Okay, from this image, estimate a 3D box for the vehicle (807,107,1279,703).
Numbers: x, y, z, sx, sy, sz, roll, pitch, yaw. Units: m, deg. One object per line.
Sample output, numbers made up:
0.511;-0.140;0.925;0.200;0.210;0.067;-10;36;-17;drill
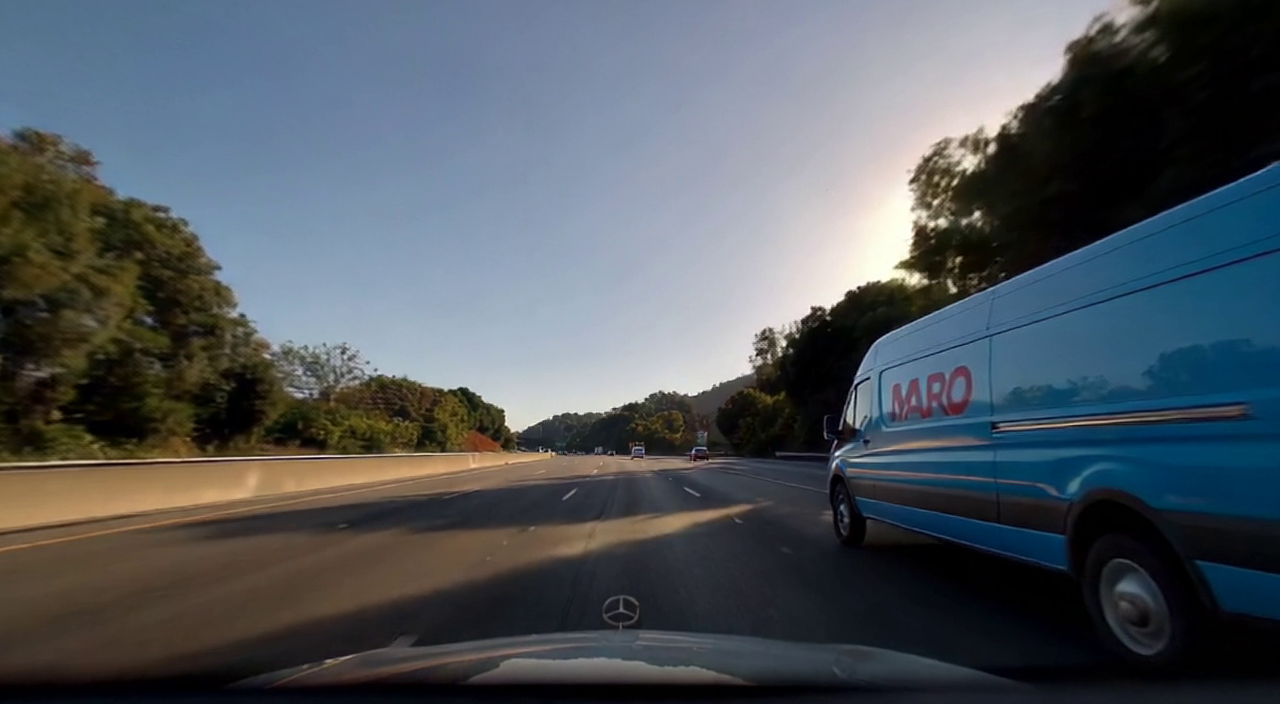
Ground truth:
3.625;0.782;5.059;2.355;2.664;7.367;0;-9;-1;vehicle
